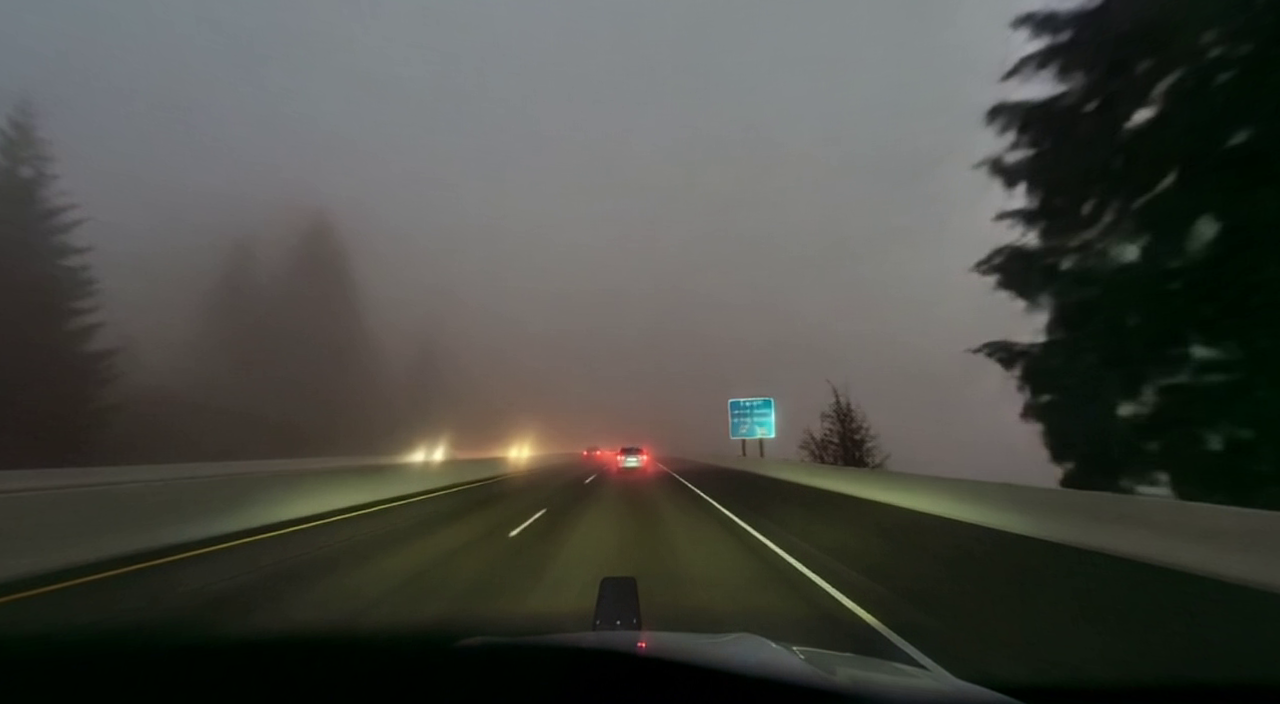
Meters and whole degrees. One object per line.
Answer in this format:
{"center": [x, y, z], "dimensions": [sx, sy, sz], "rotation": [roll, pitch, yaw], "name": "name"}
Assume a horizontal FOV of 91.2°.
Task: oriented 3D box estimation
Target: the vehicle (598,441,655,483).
{"center": [-0.502, 4.345, 24.935], "dimensions": [2.066, 1.490, 3.759], "rotation": [-1, -9, 0], "name": "vehicle"}

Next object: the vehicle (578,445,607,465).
{"center": [-3.696, 8.113, 49.330], "dimensions": [1.994, 1.470, 3.752], "rotation": [-1, -9, 0], "name": "vehicle"}
